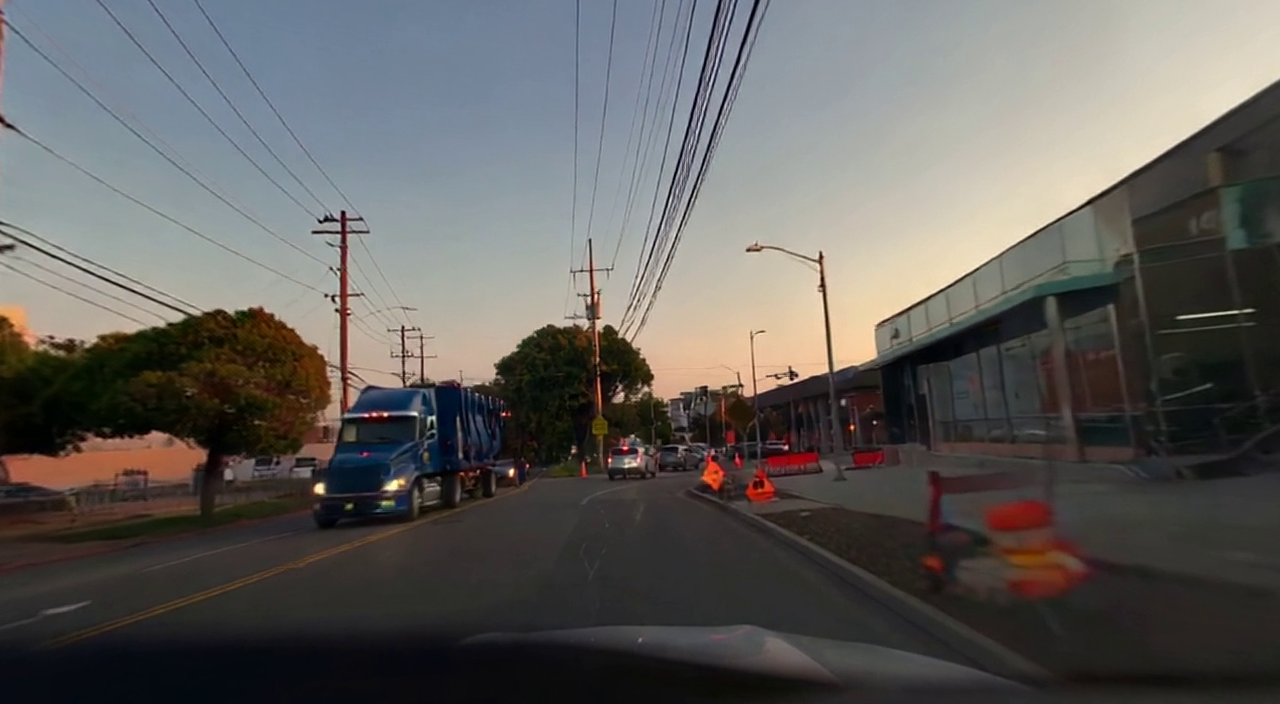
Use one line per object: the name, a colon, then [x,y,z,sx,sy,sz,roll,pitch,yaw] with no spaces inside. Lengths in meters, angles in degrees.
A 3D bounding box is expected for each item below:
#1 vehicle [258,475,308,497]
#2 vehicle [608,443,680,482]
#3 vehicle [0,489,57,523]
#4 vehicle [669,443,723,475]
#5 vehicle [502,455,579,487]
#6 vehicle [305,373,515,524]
vehicle: [-26.282,9.868,46.615,1.817,1.456,4.079,0,-11,-9]
vehicle: [0.313,5.729,33.059,2.256,1.859,5.118,-3,-9,19]
vehicle: [-33.945,8.239,33.562,4.180,1.547,1.913,-4,-8,4]
vehicle: [3.746,6.929,41.272,2.206,1.911,5.548,-3,-9,19]
vehicle: [-5.340,6.465,34.639,2.103,1.526,4.743,-3,-9,20]
vehicle: [-6.902,3.266,21.570,3.007,3.800,11.011,0,-9,0]
